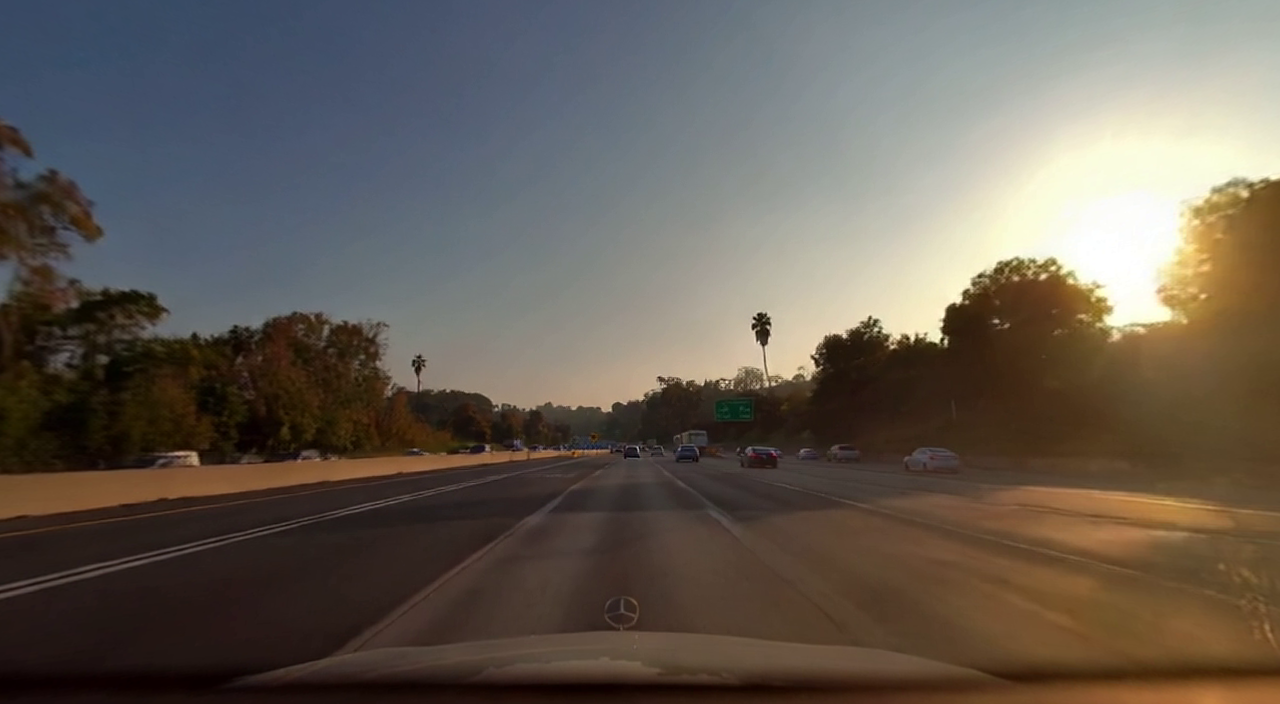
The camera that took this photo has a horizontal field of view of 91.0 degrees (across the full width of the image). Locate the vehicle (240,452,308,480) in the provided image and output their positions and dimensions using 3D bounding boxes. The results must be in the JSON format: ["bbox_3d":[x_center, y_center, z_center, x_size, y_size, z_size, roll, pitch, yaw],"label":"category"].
[{"bbox_3d":[-24.137,7.505,41.738,1.914,1.698,4.353,0,-8,-1],"label":"vehicle"}]

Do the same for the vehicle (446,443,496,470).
[{"bbox_3d":[-12.828,7.946,48.164,2.256,1.886,5.220,0,-8,1],"label":"vehicle"}]

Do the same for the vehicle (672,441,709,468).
[{"bbox_3d":[3.333,6.833,42.052,2.035,1.704,3.867,0,-8,-1],"label":"vehicle"}]

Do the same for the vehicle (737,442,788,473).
[{"bbox_3d":[6.777,5.872,35.318,1.902,1.623,4.360,0,-8,-1],"label":"vehicle"}]

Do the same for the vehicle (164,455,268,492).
[{"bbox_3d":[-19.857,5.669,29.741,1.715,1.478,4.670,0,-8,-1],"label":"vehicle"}]

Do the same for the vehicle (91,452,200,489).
[{"bbox_3d":[-28.180,6.751,36.139,2.257,1.886,4.899,0,-8,0],"label":"vehicle"}]

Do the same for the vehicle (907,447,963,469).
[{"bbox_3d":[20.323,7.294,43.577,1.774,1.457,4.653,0,-8,2],"label":"vehicle"}]
